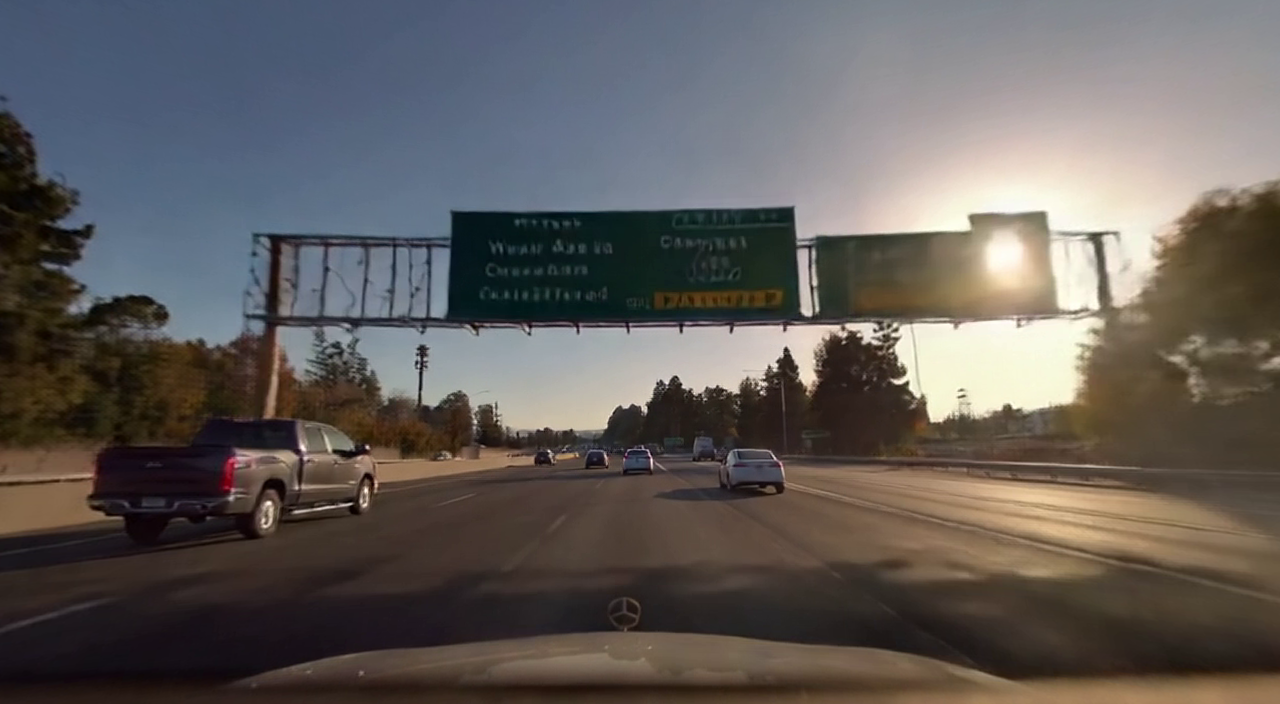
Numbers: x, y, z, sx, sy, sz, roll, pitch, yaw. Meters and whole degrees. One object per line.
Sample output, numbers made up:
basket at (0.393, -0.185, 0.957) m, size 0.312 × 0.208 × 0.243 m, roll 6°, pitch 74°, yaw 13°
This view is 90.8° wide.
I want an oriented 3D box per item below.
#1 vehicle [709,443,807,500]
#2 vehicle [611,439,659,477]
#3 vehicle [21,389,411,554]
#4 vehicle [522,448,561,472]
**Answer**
vehicle at (3.328, 3.466, 18.768) m, size 2.011 × 1.462 × 4.286 m, roll 0°, pitch -9°, yaw -1°
vehicle at (-0.233, 5.453, 32.637) m, size 2.323 × 1.805 × 4.729 m, roll 0°, pitch -9°, yaw 0°
vehicle at (-6.335, 1.938, 10.890) m, size 2.444 × 2.012 × 6.122 m, roll 0°, pitch -9°, yaw 0°
vehicle at (-6.614, 7.266, 42.650) m, size 1.920 × 1.482 × 4.385 m, roll 0°, pitch -9°, yaw 0°
